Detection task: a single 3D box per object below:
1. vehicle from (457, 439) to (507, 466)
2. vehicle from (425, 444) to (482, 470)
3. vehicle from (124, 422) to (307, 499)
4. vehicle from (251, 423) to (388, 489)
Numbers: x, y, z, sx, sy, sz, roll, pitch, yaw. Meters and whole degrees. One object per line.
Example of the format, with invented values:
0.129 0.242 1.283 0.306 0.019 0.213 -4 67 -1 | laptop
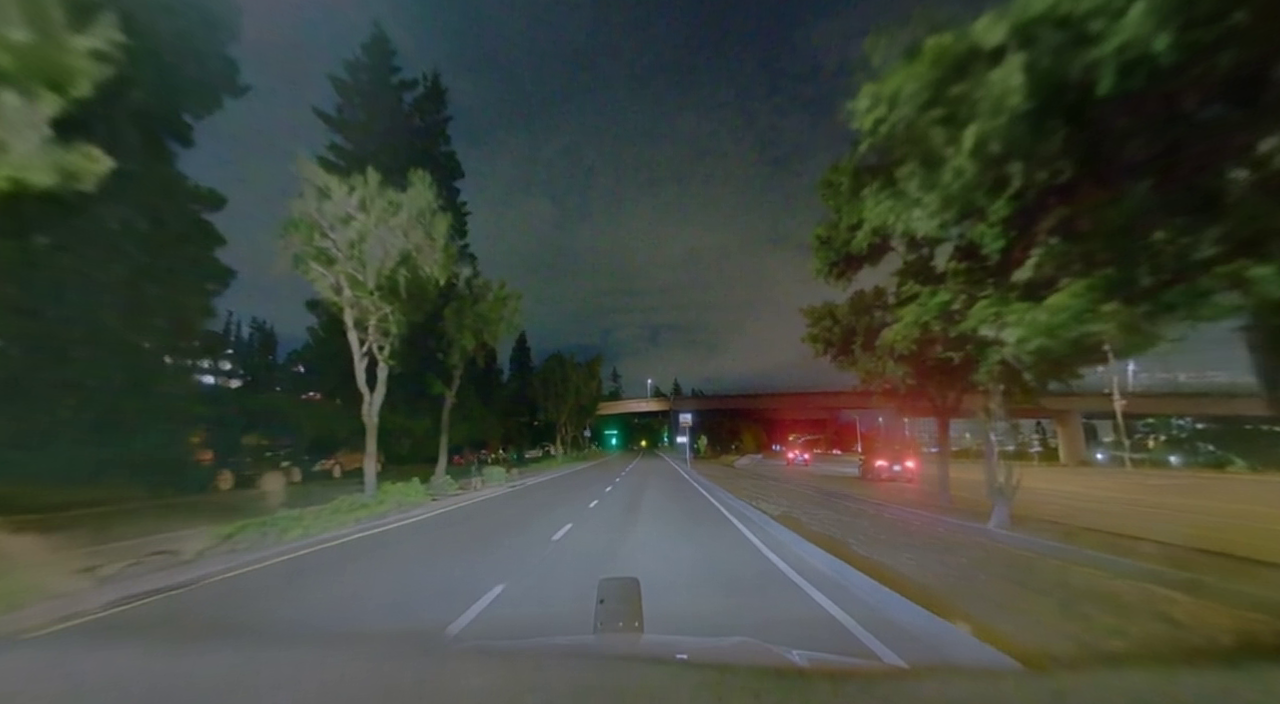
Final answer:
-12.169 7.758 48.949 2.064 1.809 5.545 3 -8 3 | vehicle
-12.600 7.110 43.015 2.156 1.489 4.758 5 -8 2 | vehicle
-13.073 3.393 20.051 2.136 2.016 5.354 2 -9 -2 | vehicle
-13.094 4.310 26.534 2.307 2.349 6.335 2 -8 1 | vehicle
